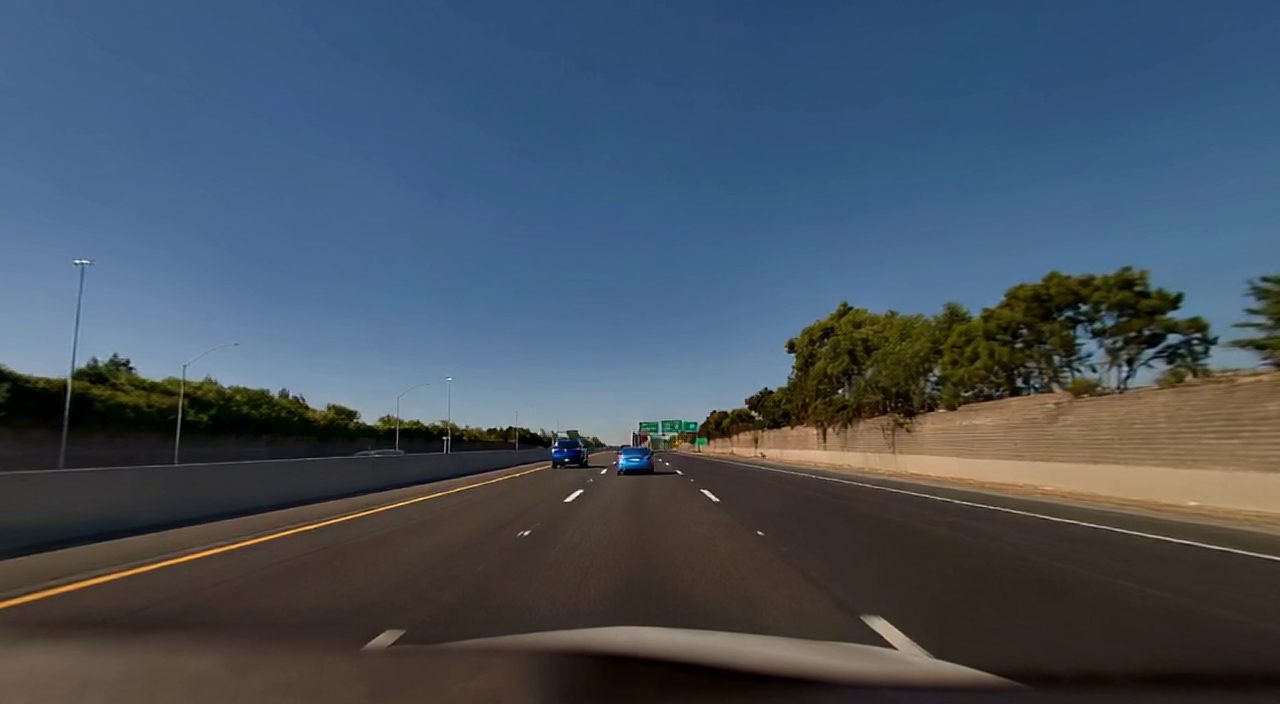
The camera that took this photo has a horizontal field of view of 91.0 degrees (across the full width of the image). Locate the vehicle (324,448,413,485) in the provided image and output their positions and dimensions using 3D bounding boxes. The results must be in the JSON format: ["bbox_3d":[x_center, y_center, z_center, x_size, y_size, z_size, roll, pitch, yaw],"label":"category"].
[{"bbox_3d":[-13.099,5.508,30.810,2.056,1.643,4.838,0,-9,2],"label":"vehicle"}]

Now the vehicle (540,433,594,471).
[{"bbox_3d":[-3.788,5.320,33.676,2.264,1.901,4.647,0,-9,1],"label":"vehicle"}]

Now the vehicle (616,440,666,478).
[{"bbox_3d":[0.064,4.808,28.566,2.086,1.548,4.325,0,-9,0],"label":"vehicle"}]
